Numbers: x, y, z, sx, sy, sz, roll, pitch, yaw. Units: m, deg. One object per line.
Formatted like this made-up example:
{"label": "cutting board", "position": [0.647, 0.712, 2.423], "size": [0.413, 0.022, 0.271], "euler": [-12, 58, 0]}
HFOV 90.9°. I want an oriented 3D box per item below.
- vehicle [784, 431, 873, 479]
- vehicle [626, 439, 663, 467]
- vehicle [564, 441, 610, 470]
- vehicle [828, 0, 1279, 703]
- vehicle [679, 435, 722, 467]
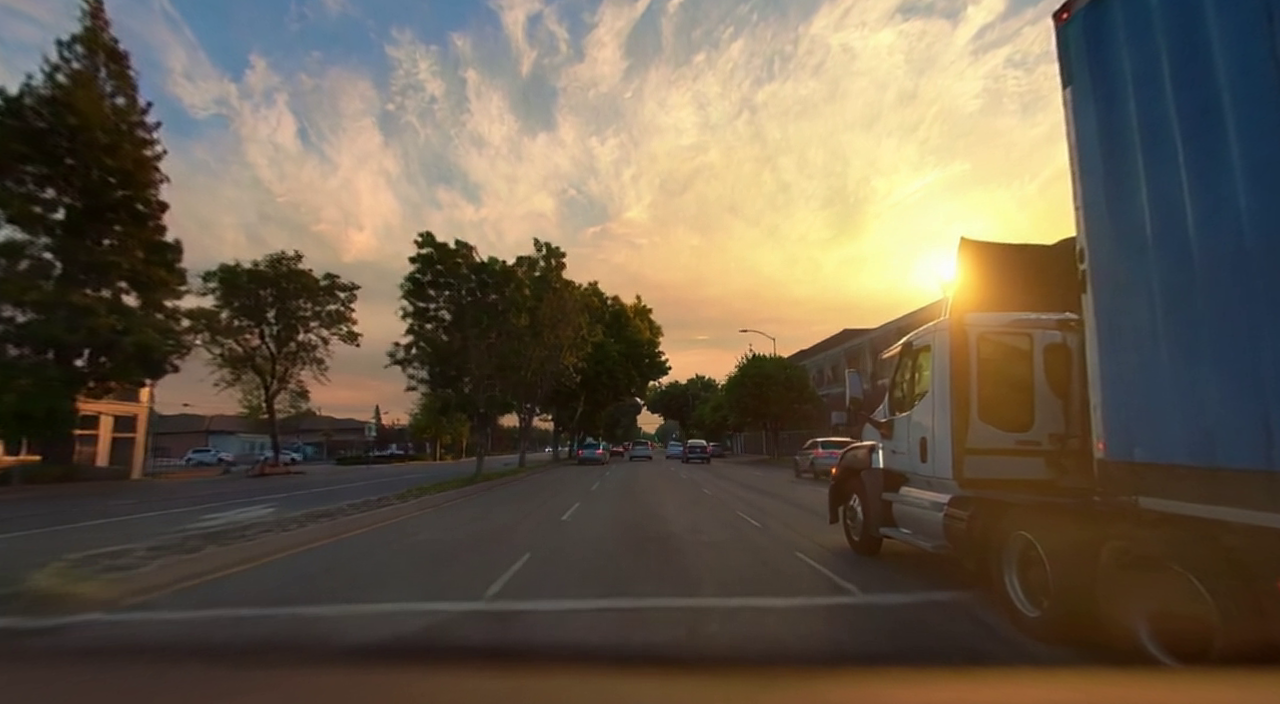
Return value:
{"label": "vehicle", "position": [7.803, 4.322, 26.697], "size": [2.174, 1.793, 5.061], "euler": [0, -8, -1]}
{"label": "vehicle", "position": [0.273, 6.533, 40.965], "size": [2.276, 1.704, 3.925], "euler": [0, -8, 0]}
{"label": "vehicle", "position": [-2.979, 5.969, 36.529], "size": [2.211, 1.537, 4.666], "euler": [0, -8, 1]}
{"label": "vehicle", "position": [3.749, -0.162, 3.301], "size": [3.006, 3.679, 8.506], "euler": [0, -8, 1]}
{"label": "vehicle", "position": [3.732, 6.209, 39.605], "size": [2.196, 1.908, 4.412], "euler": [0, -8, -1]}
